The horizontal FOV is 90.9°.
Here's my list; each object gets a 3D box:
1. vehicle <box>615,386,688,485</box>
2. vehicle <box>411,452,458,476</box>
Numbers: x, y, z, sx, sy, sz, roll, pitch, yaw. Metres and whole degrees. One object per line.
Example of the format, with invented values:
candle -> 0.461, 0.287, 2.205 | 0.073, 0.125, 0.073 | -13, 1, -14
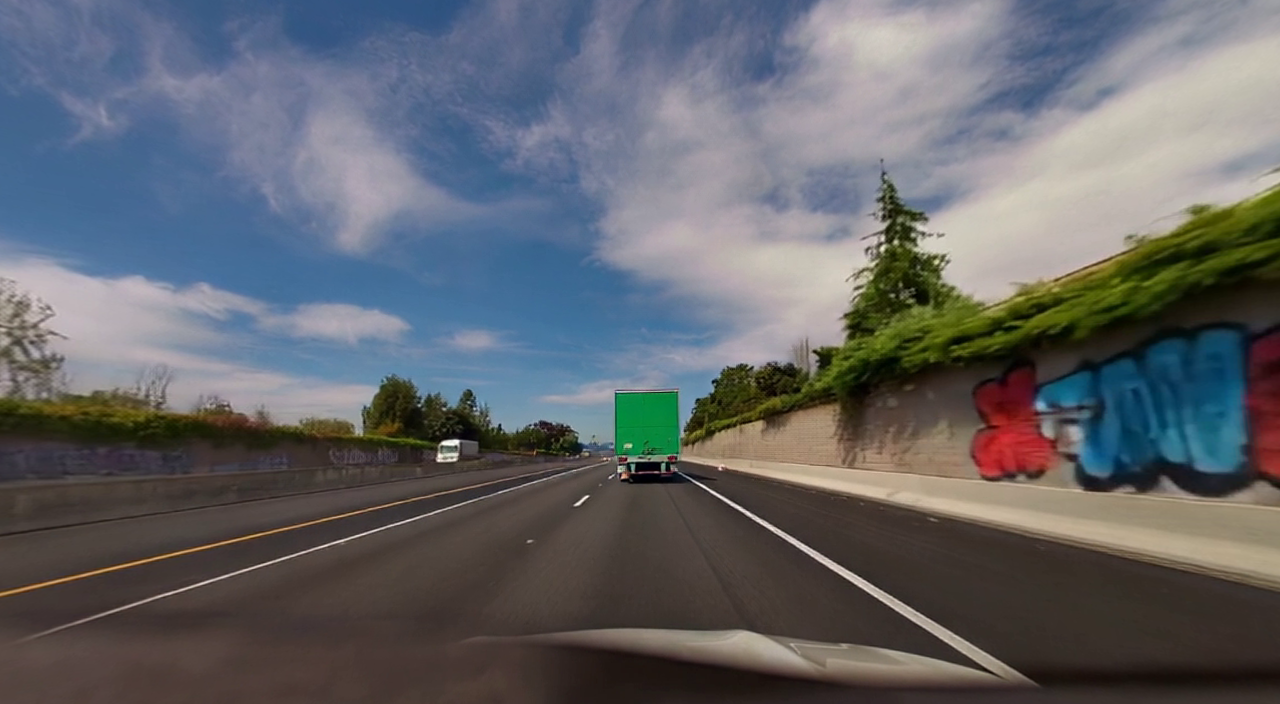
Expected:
vehicle -> 0.263, 4.142, 30.355 | 2.900, 3.955, 10.151 | 0, -9, -2
vehicle -> -15.848, 8.648, 48.848 | 2.153, 1.701, 4.394 | 0, -9, 0
